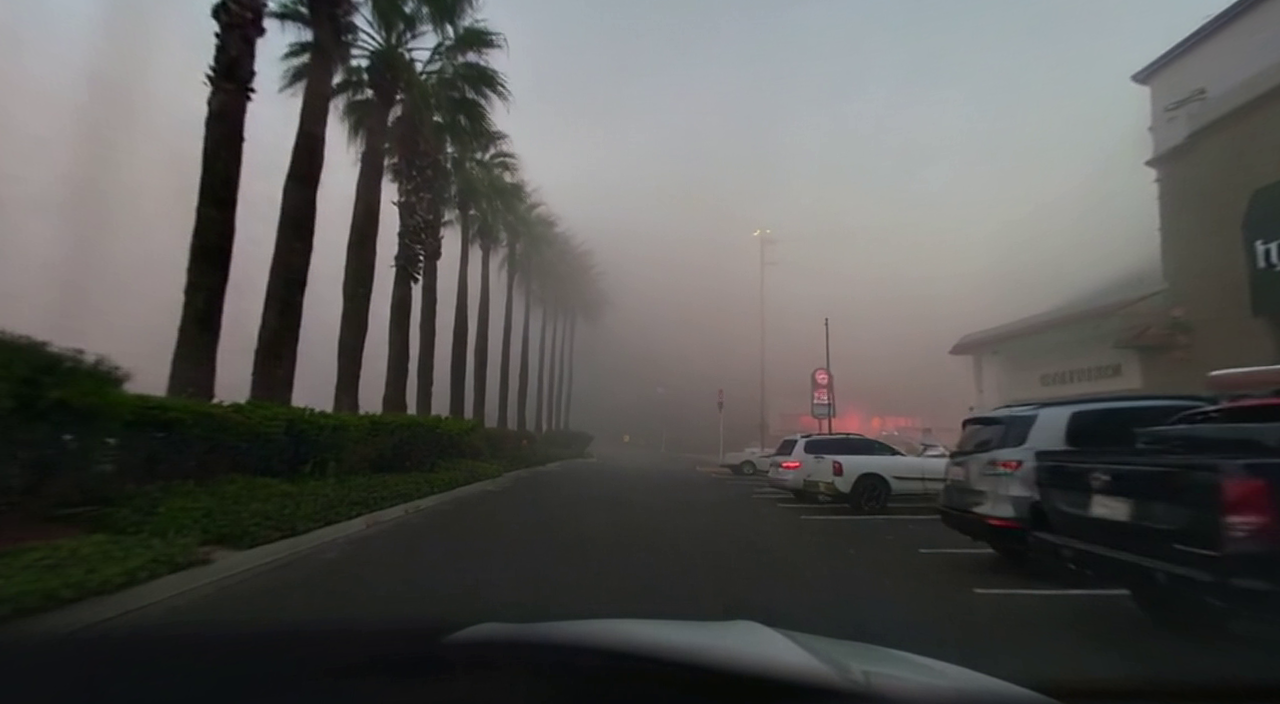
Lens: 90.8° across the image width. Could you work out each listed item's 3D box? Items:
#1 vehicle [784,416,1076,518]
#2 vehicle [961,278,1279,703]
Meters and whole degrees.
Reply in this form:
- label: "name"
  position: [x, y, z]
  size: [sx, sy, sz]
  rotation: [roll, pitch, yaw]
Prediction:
- label: "vehicle"
  position: [5.460, 2.215, 12.380]
  size: [4.743, 1.800, 1.952]
  rotation: [1, -8, -3]
- label: "vehicle"
  position: [5.811, 0.876, 4.367]
  size: [5.866, 2.185, 2.322]
  rotation: [0, -8, -1]
